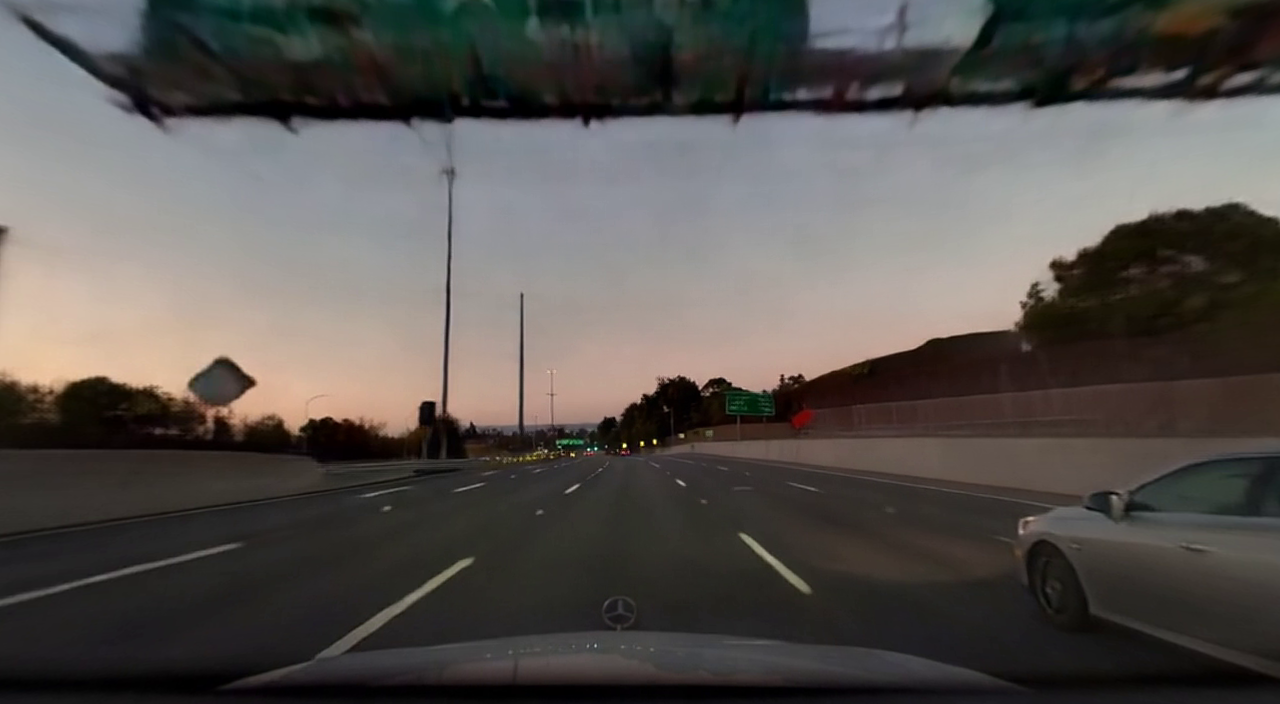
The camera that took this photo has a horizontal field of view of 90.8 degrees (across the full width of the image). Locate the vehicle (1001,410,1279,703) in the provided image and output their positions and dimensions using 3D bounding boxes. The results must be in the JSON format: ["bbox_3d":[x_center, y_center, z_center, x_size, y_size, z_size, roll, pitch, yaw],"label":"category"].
[{"bbox_3d":[3.852,0.924,2.243,2.217,1.477,4.817,0,-8,-1],"label":"vehicle"}]
